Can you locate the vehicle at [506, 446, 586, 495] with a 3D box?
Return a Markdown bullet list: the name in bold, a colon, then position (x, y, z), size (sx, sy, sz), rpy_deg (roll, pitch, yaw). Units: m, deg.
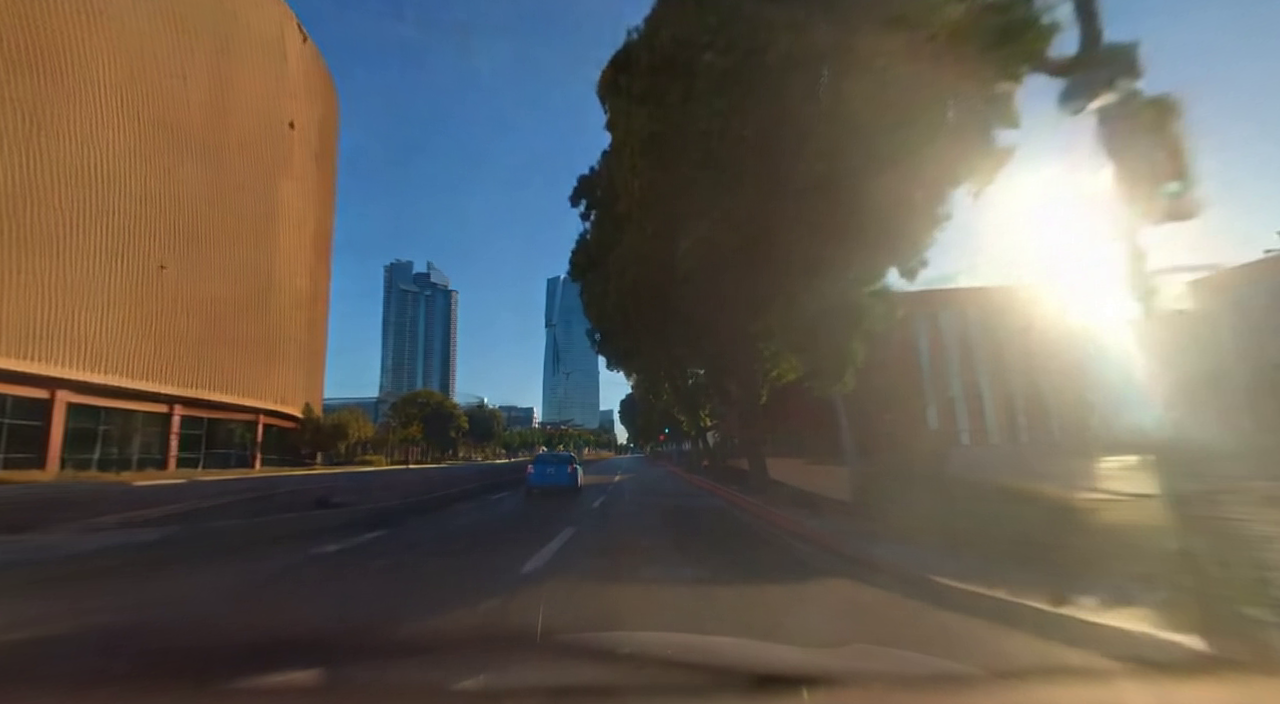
- **vehicle**: position (-3.098, 4.020, 21.748), size (1.971, 1.486, 4.380), rpy_deg (0, -9, 1)
